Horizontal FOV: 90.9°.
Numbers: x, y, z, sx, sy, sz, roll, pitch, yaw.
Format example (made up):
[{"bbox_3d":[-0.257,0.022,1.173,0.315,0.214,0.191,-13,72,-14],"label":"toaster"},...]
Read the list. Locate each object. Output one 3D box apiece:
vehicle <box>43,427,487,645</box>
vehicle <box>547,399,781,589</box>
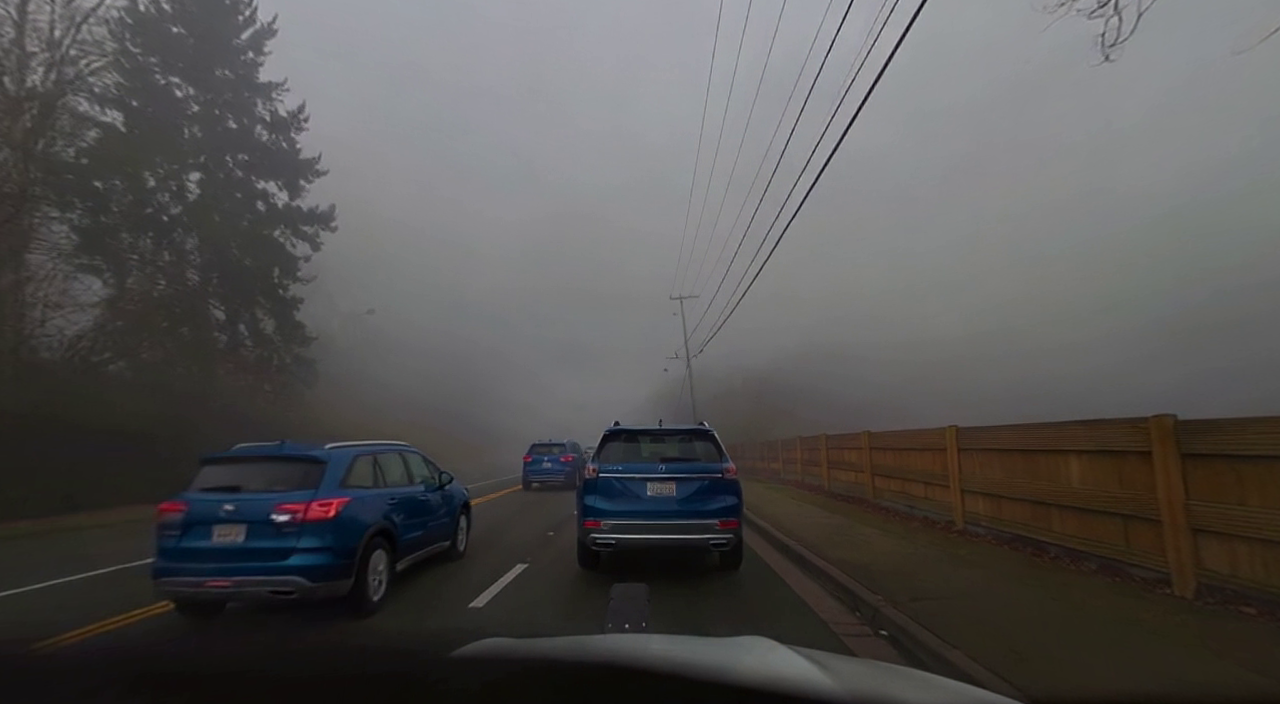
[{"bbox_3d":[-3.100,1.577,6.433,1.979,1.489,4.006,0,-9,1],"label":"vehicle"},{"bbox_3d":[0.214,1.634,8.001,2.174,1.749,4.113,0,-9,0],"label":"vehicle"}]
